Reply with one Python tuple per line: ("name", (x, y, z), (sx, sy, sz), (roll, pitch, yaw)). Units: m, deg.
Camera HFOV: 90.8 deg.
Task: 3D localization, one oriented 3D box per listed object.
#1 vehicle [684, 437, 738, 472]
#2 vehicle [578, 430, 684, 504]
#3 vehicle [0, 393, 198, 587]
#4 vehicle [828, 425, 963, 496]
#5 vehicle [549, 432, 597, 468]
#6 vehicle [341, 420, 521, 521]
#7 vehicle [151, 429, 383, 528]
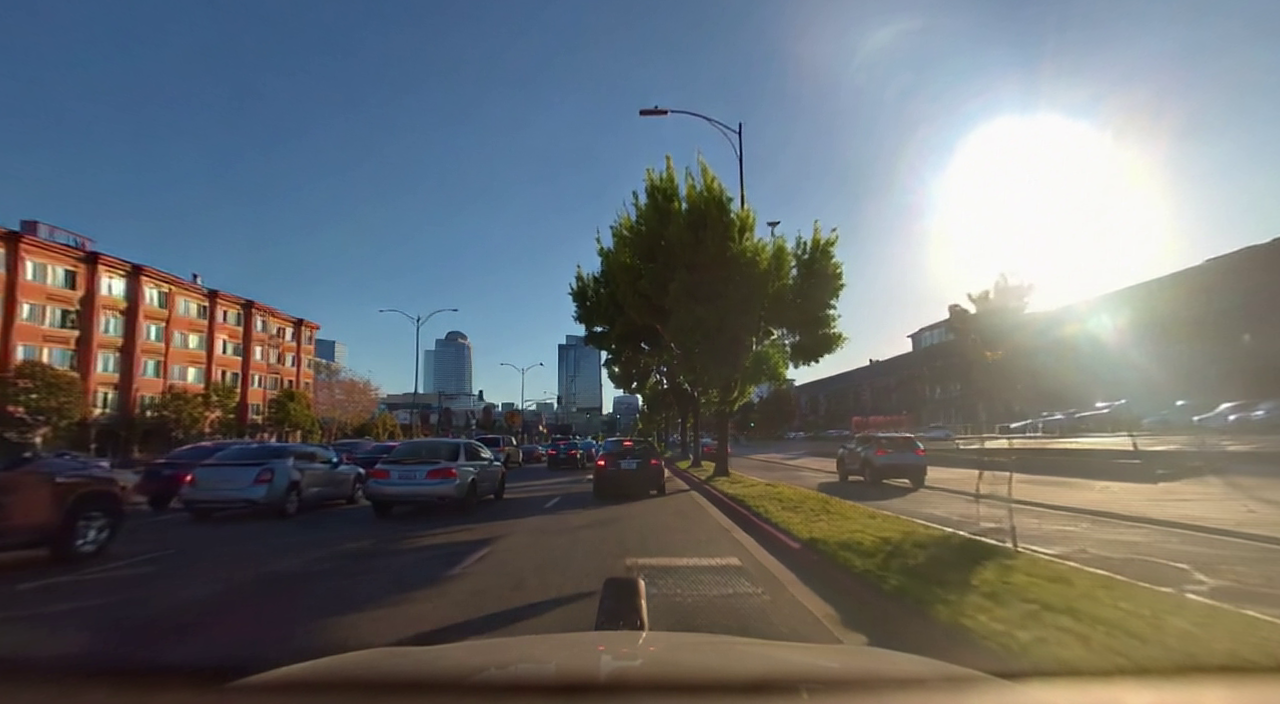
("vehicle", (3.201, 4.761, 29.461), (1.905, 1.473, 4.183), (0, -9, -2))
("vehicle", (-0.215, 2.693, 15.149), (2.161, 1.501, 4.184), (0, -9, -1))
("vehicle", (-6.725, 1.200, 5.334), (1.864, 1.737, 5.689), (0, -9, 0))
("vehicle", (6.753, 2.908, 17.258), (1.889, 1.681, 4.120), (0, -9, 0))
("vehicle", (-3.595, 5.383, 34.905), (2.154, 1.801, 5.015), (0, -9, -1))
("vehicle", (-3.810, 2.255, 12.477), (2.009, 1.619, 4.376), (0, -9, 0))
("vehicle", (-6.731, 2.312, 12.120), (1.835, 1.516, 4.423), (0, -9, -2))
